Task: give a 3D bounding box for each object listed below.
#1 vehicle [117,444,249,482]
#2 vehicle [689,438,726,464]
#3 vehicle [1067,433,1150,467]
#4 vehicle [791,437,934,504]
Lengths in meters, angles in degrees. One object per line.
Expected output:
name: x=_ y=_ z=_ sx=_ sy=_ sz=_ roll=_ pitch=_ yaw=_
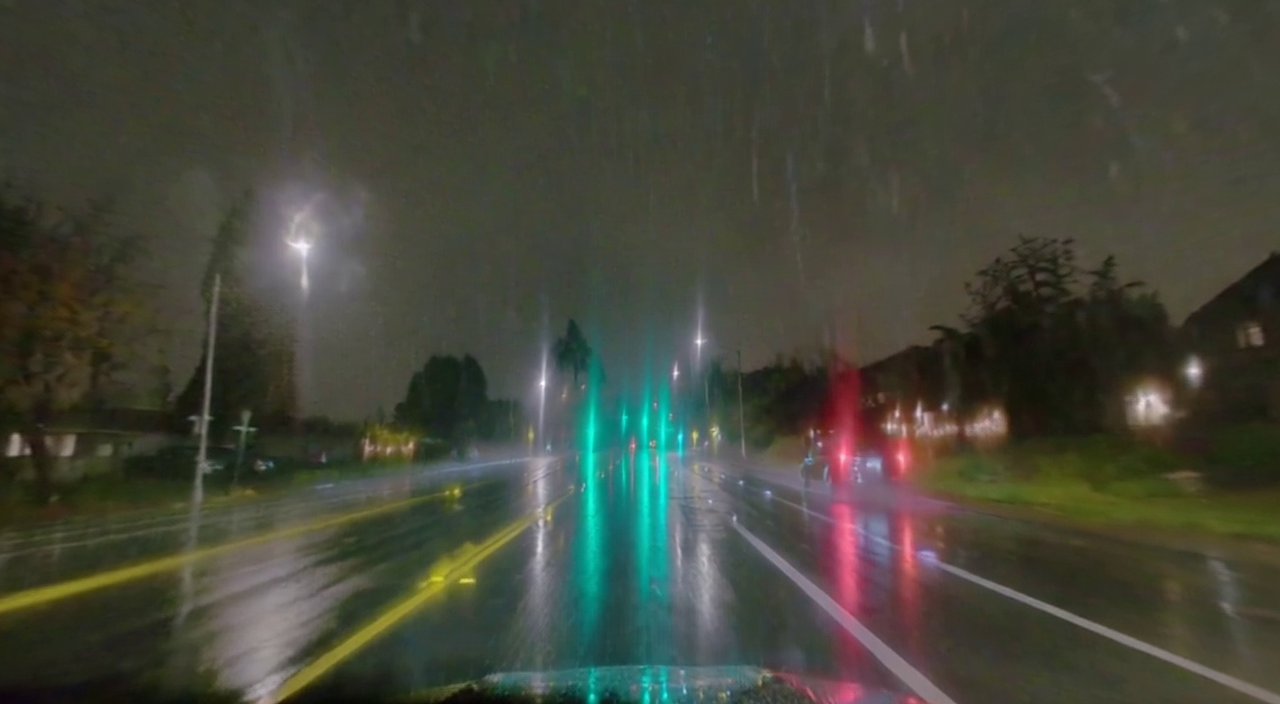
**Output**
vehicle: x=-21.657 y=5.271 z=30.022 sx=4.610 sy=1.721 sz=2.019 roll=0 pitch=-8 yaw=-1
vehicle: x=4.854 y=7.217 z=46.037 sx=2.105 sy=1.772 sz=4.757 roll=0 pitch=-8 yaw=-1
vehicle: x=22.835 y=4.760 z=30.890 sx=1.783 sy=1.494 sz=3.909 roll=-3 pitch=-8 yaw=14
vehicle: x=5.419 y=2.937 z=16.086 sx=1.935 sy=1.453 sz=4.488 roll=0 pitch=-8 yaw=-1
